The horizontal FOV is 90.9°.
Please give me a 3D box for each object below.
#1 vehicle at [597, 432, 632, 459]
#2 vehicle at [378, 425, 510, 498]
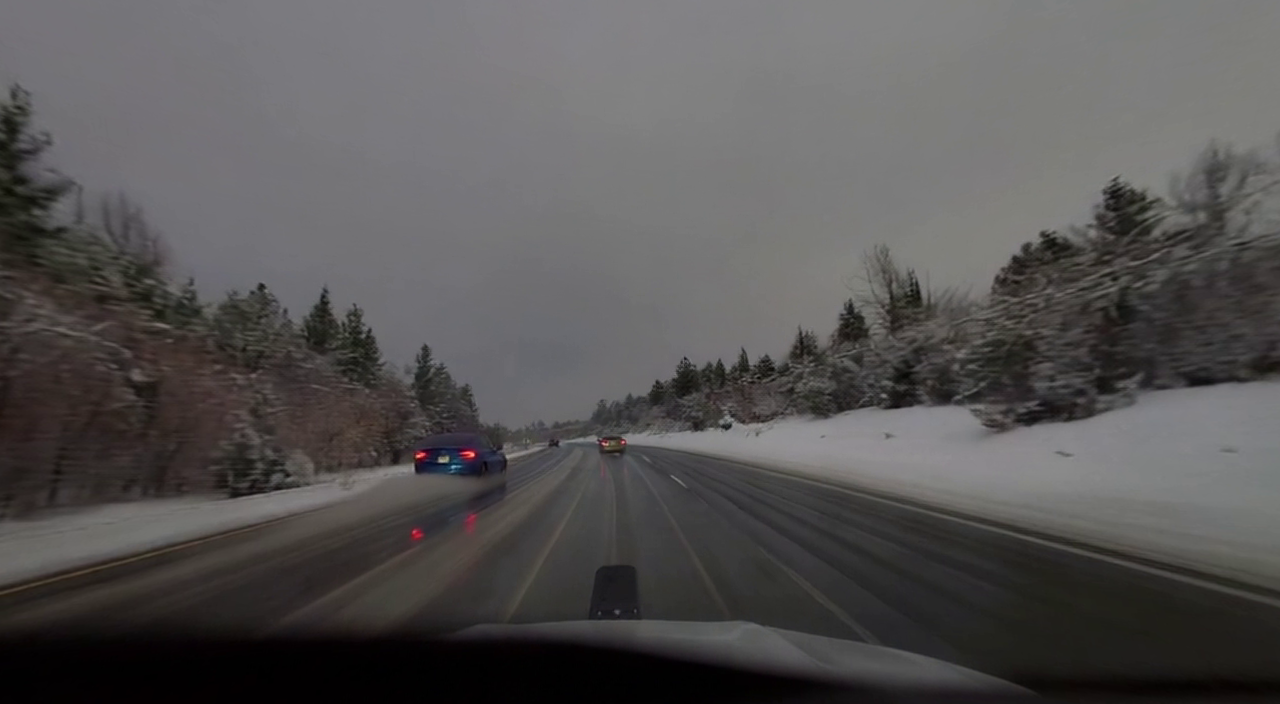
[{"bbox_3d":[-1.654,5.821,39.371,2.041,1.618,3.898,0,-8,-4],"label":"vehicle"},{"bbox_3d":[-4.913,2.796,16.626,2.039,1.627,4.844,0,-8,-2],"label":"vehicle"}]
